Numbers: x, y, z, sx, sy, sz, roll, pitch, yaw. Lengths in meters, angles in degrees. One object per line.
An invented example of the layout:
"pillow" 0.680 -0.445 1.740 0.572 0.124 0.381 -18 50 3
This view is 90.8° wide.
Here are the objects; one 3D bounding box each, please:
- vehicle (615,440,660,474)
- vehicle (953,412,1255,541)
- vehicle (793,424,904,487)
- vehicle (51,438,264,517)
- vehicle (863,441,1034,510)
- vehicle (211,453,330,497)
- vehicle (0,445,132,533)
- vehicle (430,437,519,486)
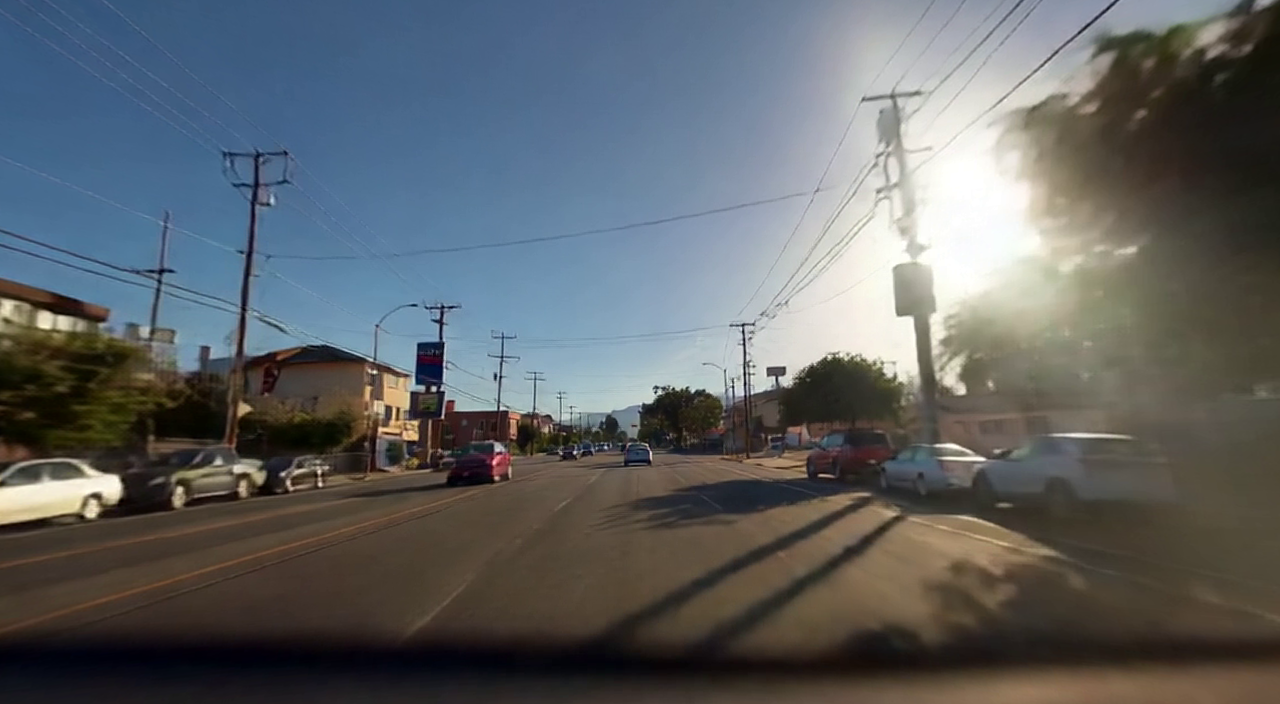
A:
"vehicle" -0.140 5.182 31.512 2.067 1.547 4.513 0 -8 -1
"vehicle" 7.881 2.139 11.454 2.026 1.851 4.360 0 -8 -2
"vehicle" 7.612 3.861 23.821 2.257 2.072 5.376 0 -8 -1
"vehicle" -14.300 3.660 19.365 2.138 1.906 5.692 -3 -8 -1
"vehicle" 7.594 3.053 16.216 1.854 1.485 4.736 0 -8 -2
"vehicle" -14.192 4.720 24.670 1.850 1.467 4.742 0 -8 -1
"vehicle" -14.197 2.939 13.830 2.041 1.789 5.070 0 -8 -2
"vehicle" -6.296 4.224 24.713 2.254 1.732 4.571 0 -8 0
